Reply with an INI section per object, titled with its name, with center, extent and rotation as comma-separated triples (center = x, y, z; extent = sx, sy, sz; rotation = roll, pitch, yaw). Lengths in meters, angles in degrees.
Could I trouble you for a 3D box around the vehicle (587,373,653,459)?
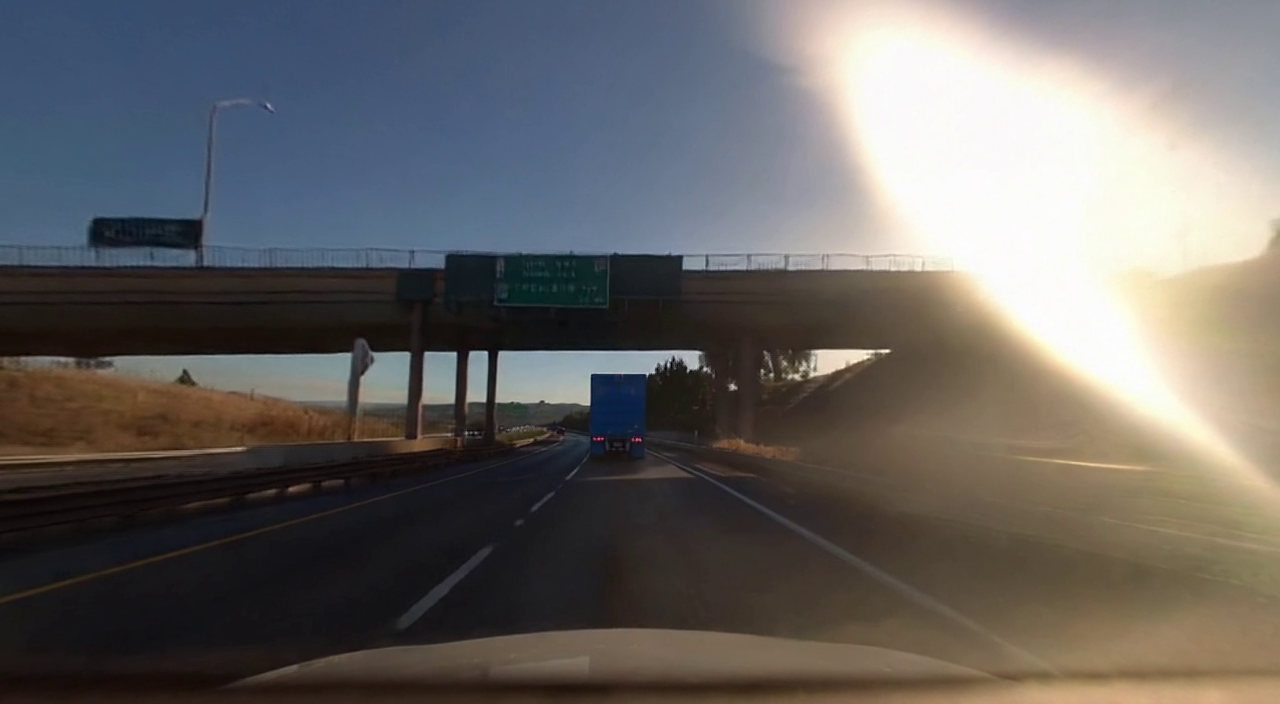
[vehicle]
center = -1.157, 3.618, 34.338
extent = 3.023, 3.965, 10.402
rotation = 0, -8, -3
